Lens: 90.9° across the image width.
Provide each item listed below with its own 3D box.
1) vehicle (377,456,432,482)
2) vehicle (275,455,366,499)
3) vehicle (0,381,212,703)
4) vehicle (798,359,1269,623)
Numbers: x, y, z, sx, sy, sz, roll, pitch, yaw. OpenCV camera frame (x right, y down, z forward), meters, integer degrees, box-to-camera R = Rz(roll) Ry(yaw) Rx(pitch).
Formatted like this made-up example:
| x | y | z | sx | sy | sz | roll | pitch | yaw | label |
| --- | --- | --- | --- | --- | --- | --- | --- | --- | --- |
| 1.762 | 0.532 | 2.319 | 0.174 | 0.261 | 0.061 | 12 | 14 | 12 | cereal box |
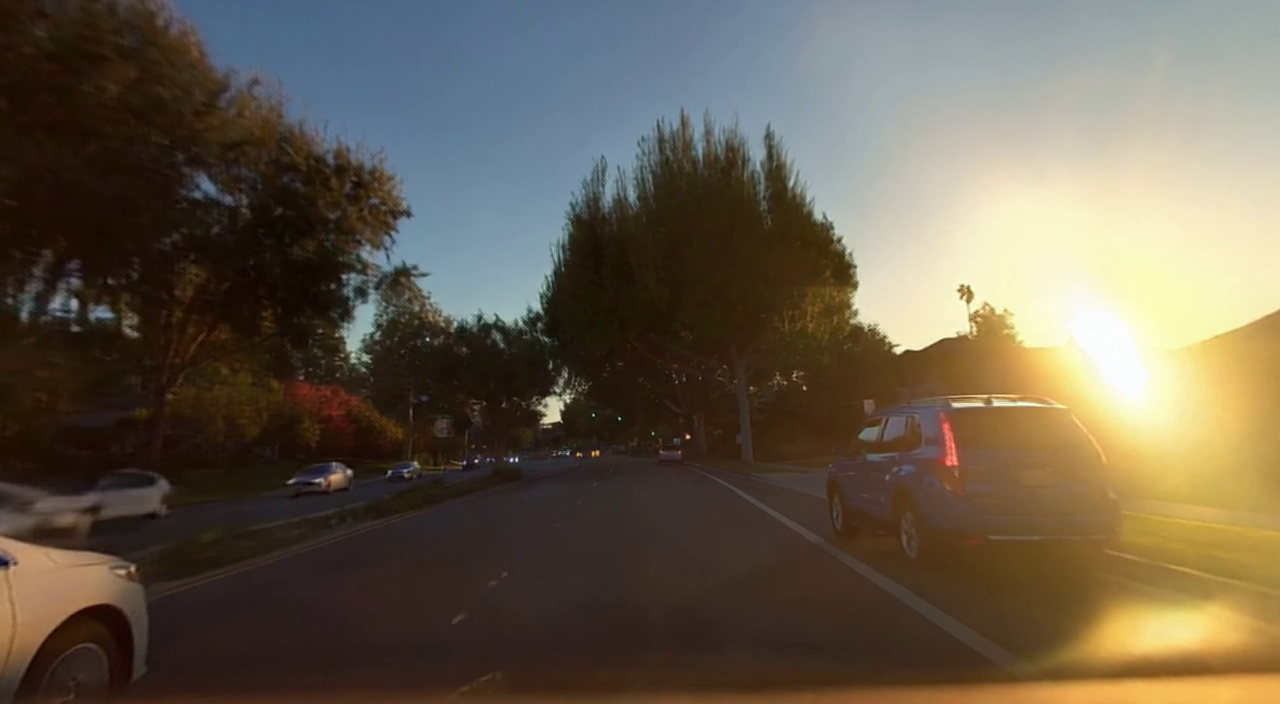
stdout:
| x | y | z | sx | sy | sz | roll | pitch | yaw | label |
| --- | --- | --- | --- | --- | --- | --- | --- | --- | --- |
| -15.083 | 7.490 | 40.657 | 1.967 | 1.512 | 4.901 | 0 | -9 | -4 | vehicle |
| -14.042 | 5.460 | 27.990 | 1.954 | 1.707 | 4.410 | 0 | -9 | -4 | vehicle |
| -3.574 | 0.792 | 1.375 | 2.058 | 1.659 | 4.514 | 0 | -9 | 0 | vehicle |
| 3.789 | 1.506 | 7.830 | 2.338 | 2.063 | 5.592 | -1 | -9 | 2 | vehicle |
